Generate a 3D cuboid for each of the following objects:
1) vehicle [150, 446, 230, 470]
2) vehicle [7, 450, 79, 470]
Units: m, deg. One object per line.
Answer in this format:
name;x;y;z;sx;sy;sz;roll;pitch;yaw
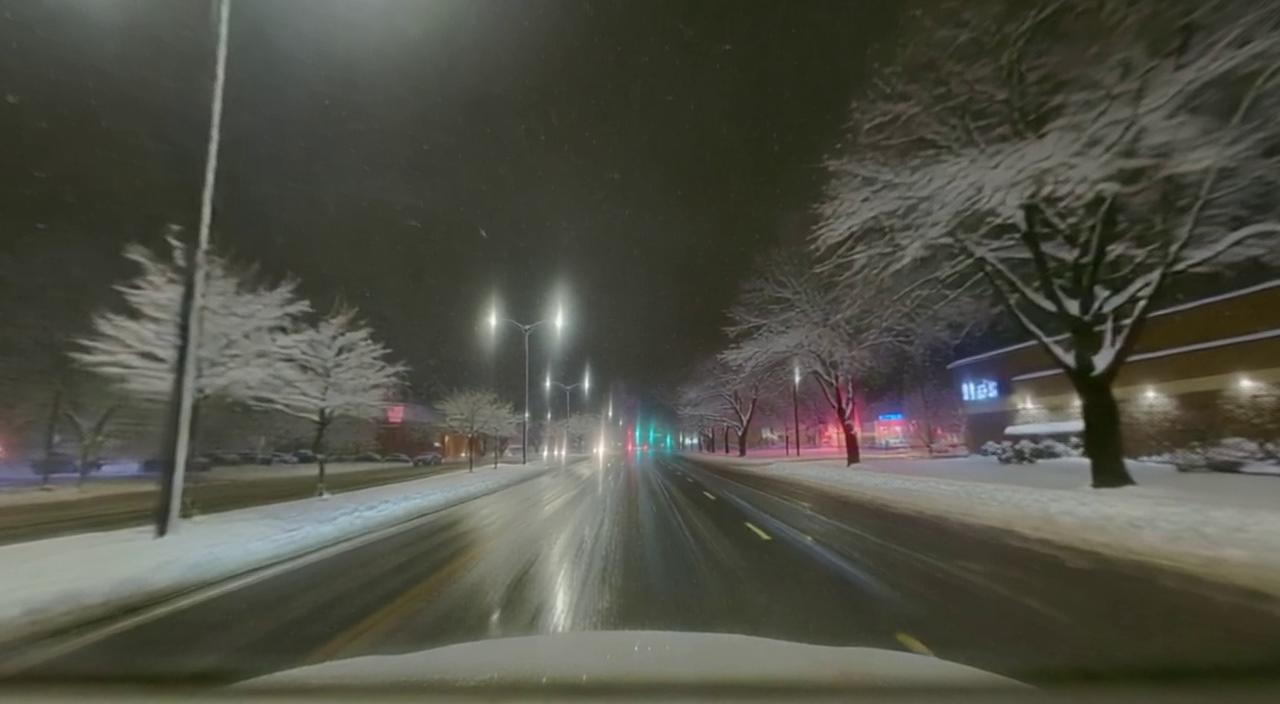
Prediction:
vehicle;-33.436;7.883;47.030;4.359;1.667;1.914;0;-8;-1
vehicle;-46.181;8.333;48.857;4.434;1.457;1.939;-3;-9;17
